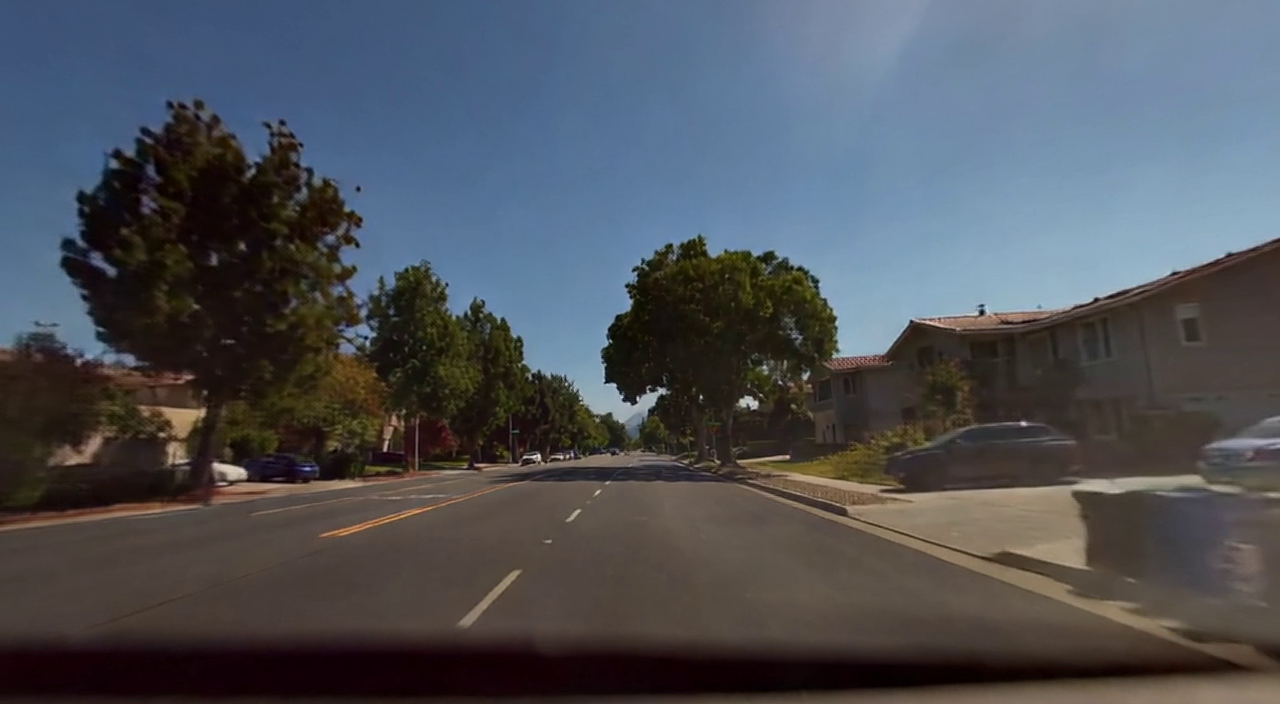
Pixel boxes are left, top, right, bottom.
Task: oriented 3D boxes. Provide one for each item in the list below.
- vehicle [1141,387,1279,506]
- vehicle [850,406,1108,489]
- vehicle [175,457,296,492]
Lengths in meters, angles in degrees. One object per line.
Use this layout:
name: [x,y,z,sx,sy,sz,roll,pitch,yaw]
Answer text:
vehicle: [11.733,1.579,10.656,4.629,1.804,2.102,-1,-8,3]
vehicle: [9.385,2.737,18.046,5.933,2.038,2.382,1,-10,2]
vehicle: [-18.841,5.657,29.506,4.450,1.409,1.990,7,-11,-38]
